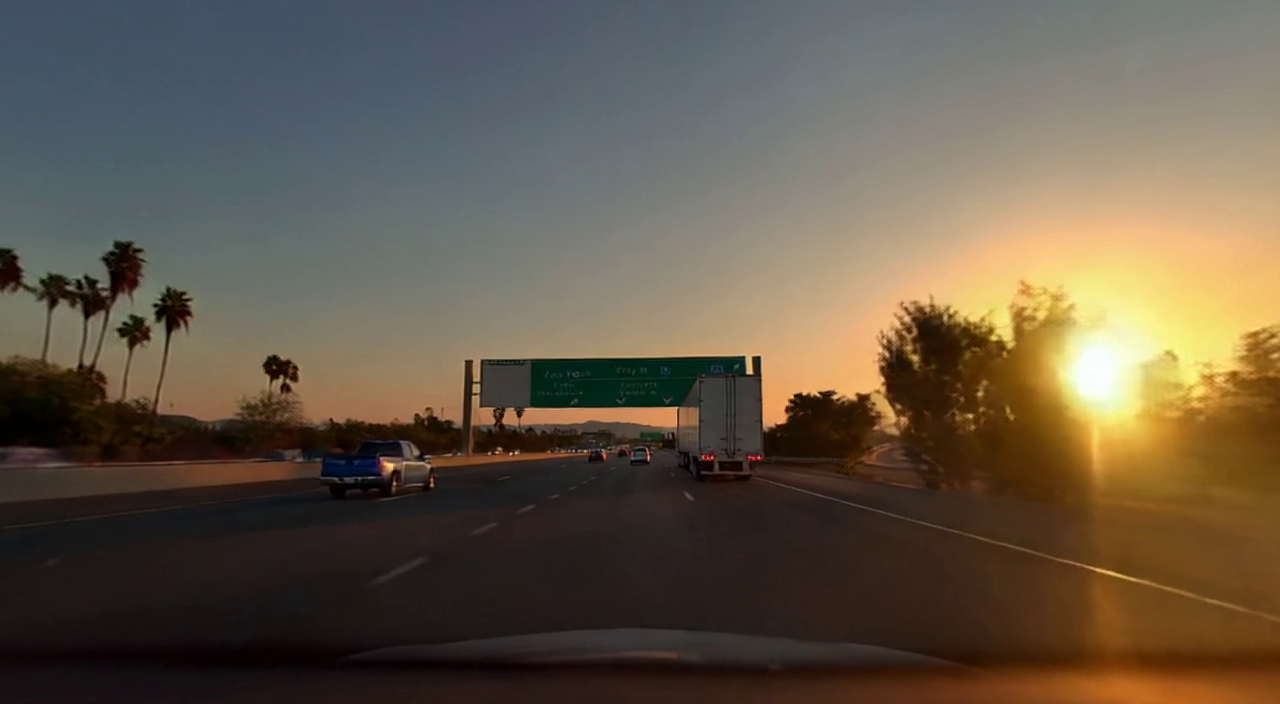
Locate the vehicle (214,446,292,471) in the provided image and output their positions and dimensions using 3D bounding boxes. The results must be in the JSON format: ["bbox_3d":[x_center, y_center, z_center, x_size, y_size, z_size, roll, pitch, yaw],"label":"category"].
[{"bbox_3d":[-24.701,6.805,40.433,1.915,1.537,4.691,0,-9,2],"label":"vehicle"}]

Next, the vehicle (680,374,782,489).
[{"bbox_3d":[3.770,4.049,30.818,2.891,4.123,16.415,0,-8,1],"label":"vehicle"}]

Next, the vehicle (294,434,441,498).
[{"bbox_3d":[-8.139,3.450,19.482,2.264,1.728,4.940,0,-9,1],"label":"vehicle"}]
